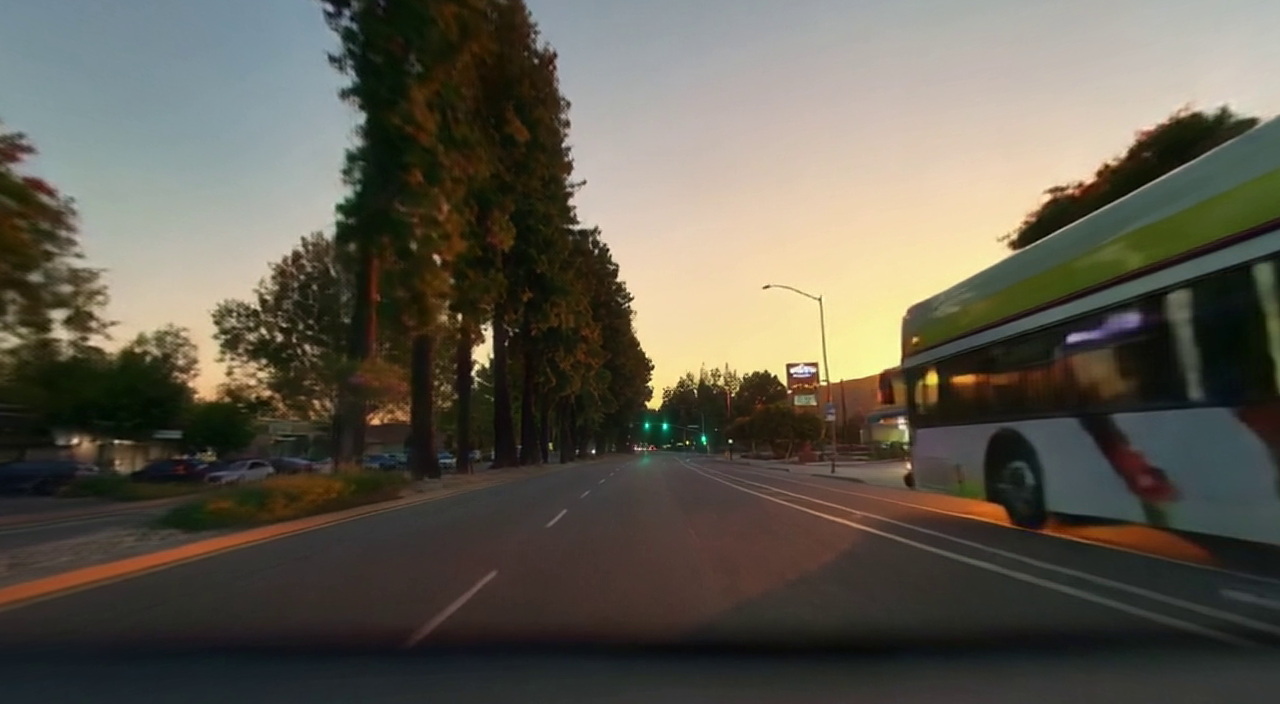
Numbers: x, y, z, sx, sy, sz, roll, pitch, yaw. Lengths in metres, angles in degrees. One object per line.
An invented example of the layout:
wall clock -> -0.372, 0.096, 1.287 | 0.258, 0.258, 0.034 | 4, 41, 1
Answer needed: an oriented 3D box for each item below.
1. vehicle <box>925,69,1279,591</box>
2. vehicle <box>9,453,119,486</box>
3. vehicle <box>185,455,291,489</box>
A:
vehicle -> 8.083, -0.136, 6.164 | 4.582, 4.678, 12.589 | 0, -8, 0
vehicle -> -30.478, 6.223, 33.405 | 3.996, 1.653, 1.885 | -1, -9, 3
vehicle -> -21.291, 6.336, 33.683 | 2.114, 1.602, 4.824 | -1, -9, 6
